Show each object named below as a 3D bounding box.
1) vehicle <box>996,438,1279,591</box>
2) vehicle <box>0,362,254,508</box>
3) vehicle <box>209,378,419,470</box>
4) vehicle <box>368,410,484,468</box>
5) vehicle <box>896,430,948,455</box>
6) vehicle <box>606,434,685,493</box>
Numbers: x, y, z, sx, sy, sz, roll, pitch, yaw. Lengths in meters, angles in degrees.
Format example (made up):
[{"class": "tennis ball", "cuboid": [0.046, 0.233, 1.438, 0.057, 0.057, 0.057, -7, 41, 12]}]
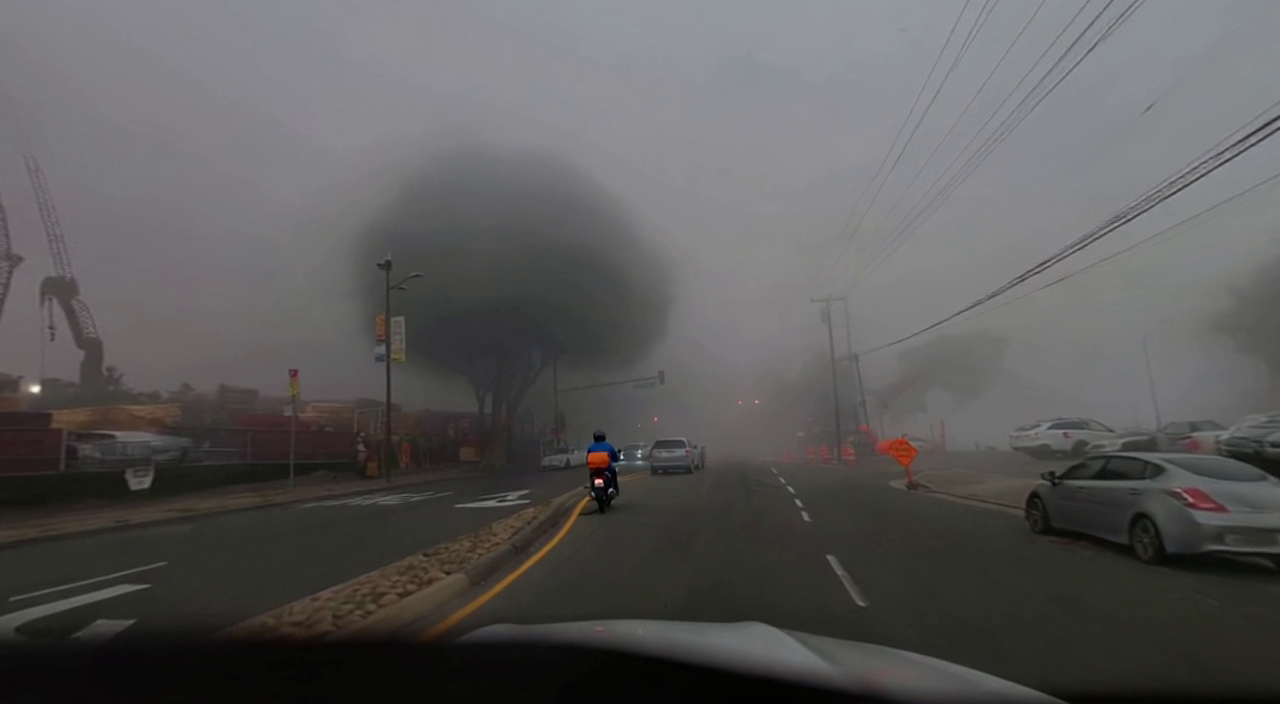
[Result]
[{"class": "vehicle", "cuboid": [6.837, 1.893, 8.351, 1.973, 1.457, 4.522, -1, -8, 6]}, {"class": "vehicle", "cuboid": [-15.072, 2.291, 17.011, 2.990, 3.144, 9.080, -1, -8, 5]}, {"class": "vehicle", "cuboid": [-13.761, 3.360, 28.239, 2.996, 3.170, 10.153, -5, -9, 7]}, {"class": "vehicle", "cuboid": [-12.905, 5.193, 39.585, 2.970, 2.938, 11.622, -3, -5, 2]}, {"class": "vehicle", "cuboid": [20.105, 6.498, 45.271, 1.918, 1.732, 4.650, -1, -8, 5]}, {"class": "vehicle", "cuboid": [0.275, 3.405, 19.621, 1.925, 1.602, 4.090, -1, -8, 8]}]
